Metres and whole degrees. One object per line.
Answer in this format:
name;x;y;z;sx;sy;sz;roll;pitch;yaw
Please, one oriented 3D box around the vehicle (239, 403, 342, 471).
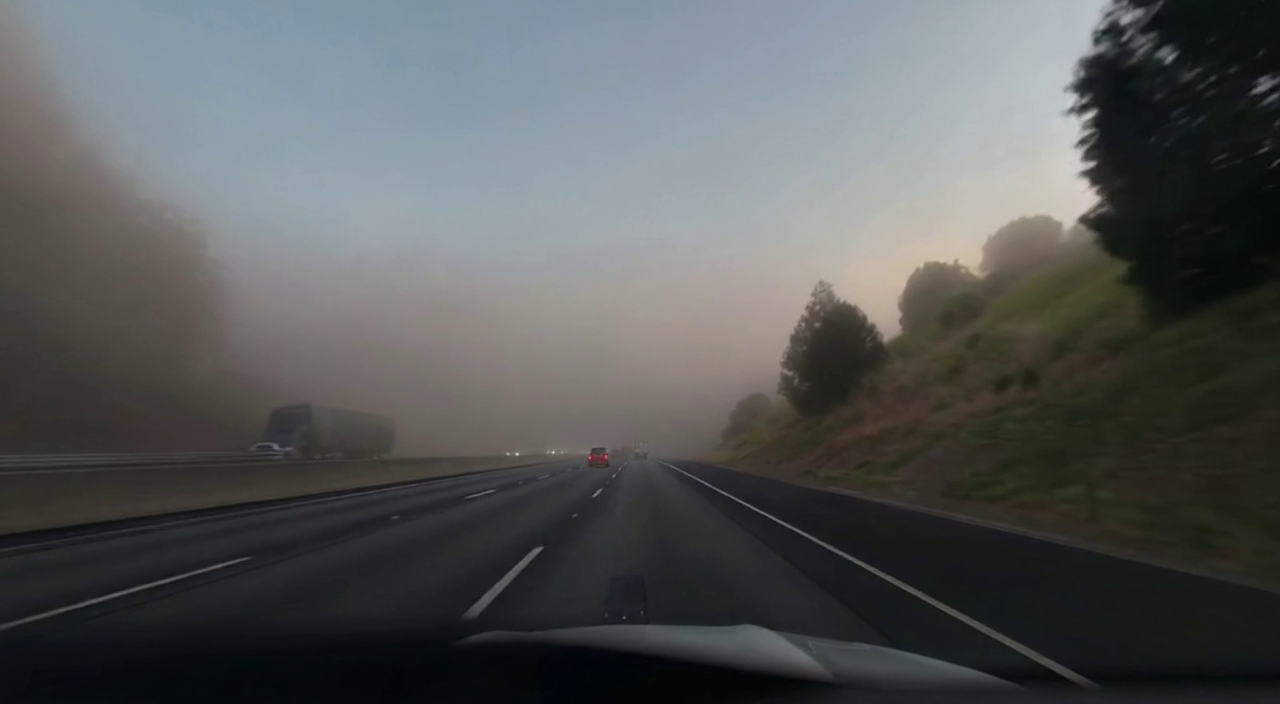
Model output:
vehicle;-22.098;5.489;40.260;3.037;3.999;5.882;0;-9;0
